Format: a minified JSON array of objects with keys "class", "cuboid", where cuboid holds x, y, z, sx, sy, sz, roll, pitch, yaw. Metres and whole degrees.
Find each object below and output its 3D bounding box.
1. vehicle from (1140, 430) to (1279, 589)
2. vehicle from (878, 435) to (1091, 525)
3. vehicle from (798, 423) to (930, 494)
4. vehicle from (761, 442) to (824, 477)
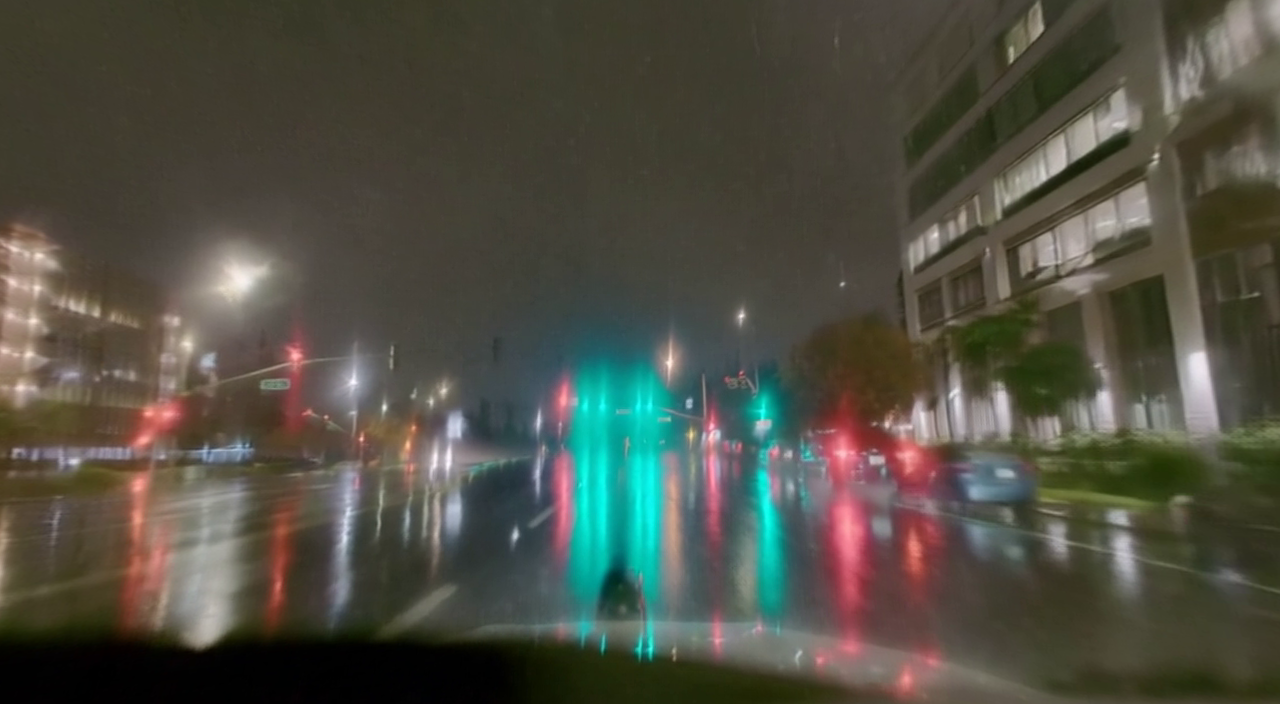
[{"class":"vehicle","cuboid":[6.913,1.377,5.242,1.864,1.466,4.352,0,-9,0]},{"class":"vehicle","cuboid":[6.733,2.521,12.991,1.863,1.512,4.525,0,-9,1]},{"class":"vehicle","cuboid":[6.657,3.238,19.401,2.169,1.876,4.931,0,-9,-1]},{"class":"vehicle","cuboid":[7.000,4.936,29.210,1.880,1.483,4.510,0,-9,1]}]
